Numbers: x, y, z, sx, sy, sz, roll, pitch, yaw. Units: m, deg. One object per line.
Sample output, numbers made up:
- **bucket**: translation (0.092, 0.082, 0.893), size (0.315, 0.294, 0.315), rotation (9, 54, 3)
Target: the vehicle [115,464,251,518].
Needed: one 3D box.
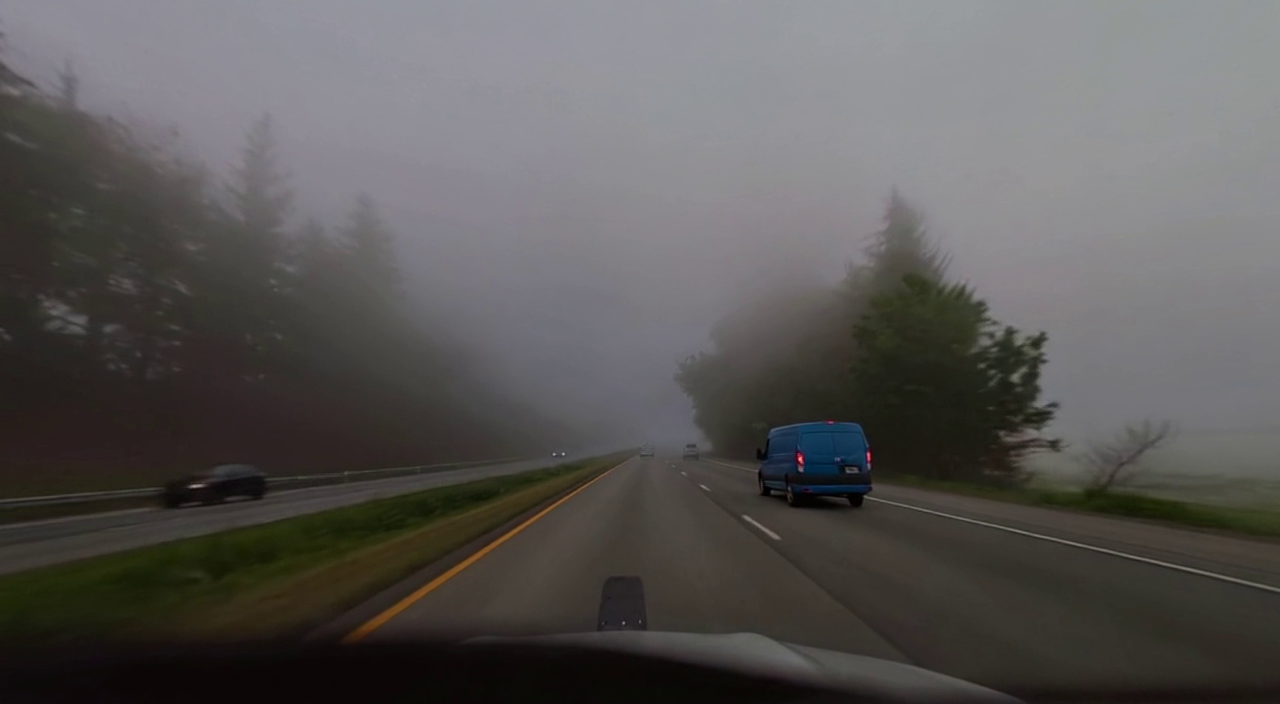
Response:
- **vehicle**: translation (-13.262, 4.011, 18.528), size (1.530, 1.346, 3.220), rotation (-1, -9, 1)

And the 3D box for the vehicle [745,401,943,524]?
- **vehicle**: translation (3.835, 2.225, 13.051), size (2.371, 2.045, 4.768), rotation (0, -9, -1)
